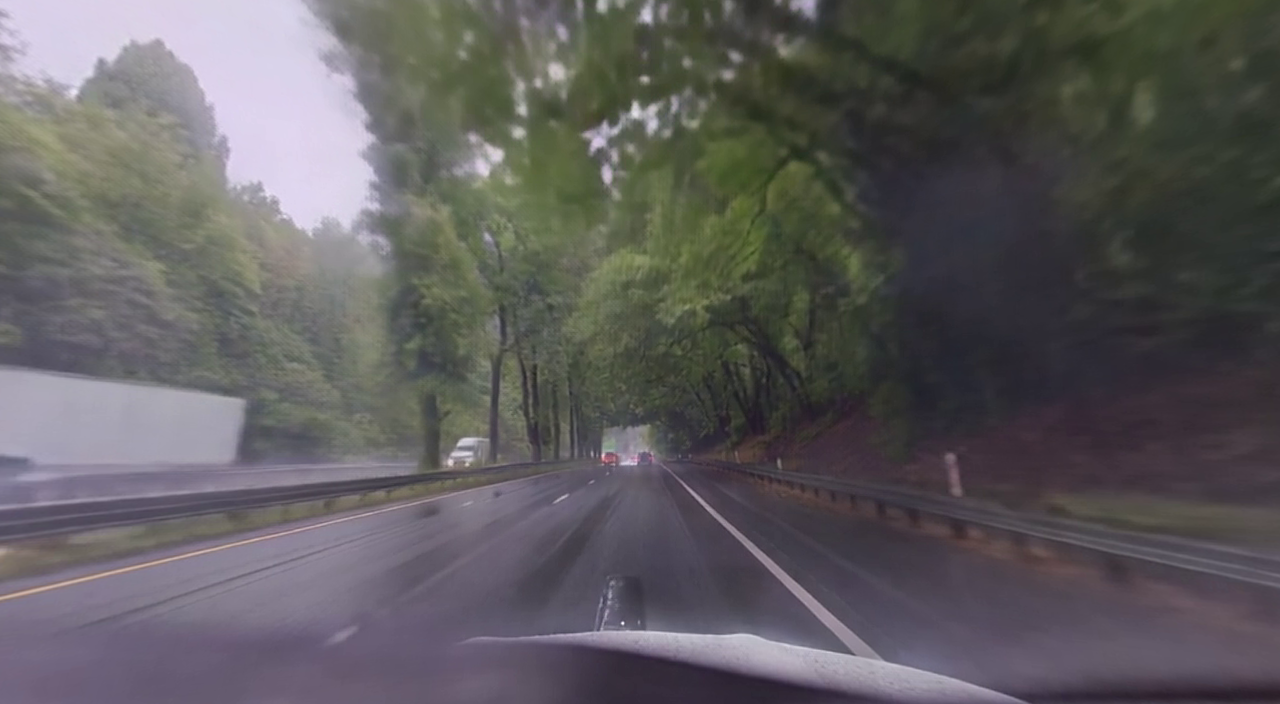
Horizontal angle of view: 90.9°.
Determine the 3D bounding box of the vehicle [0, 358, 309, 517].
[{"bbox_3d":[-16.914,3.098,21.698,2.842,3.828,14.939,-1,-9,0],"label":"vehicle"}]
